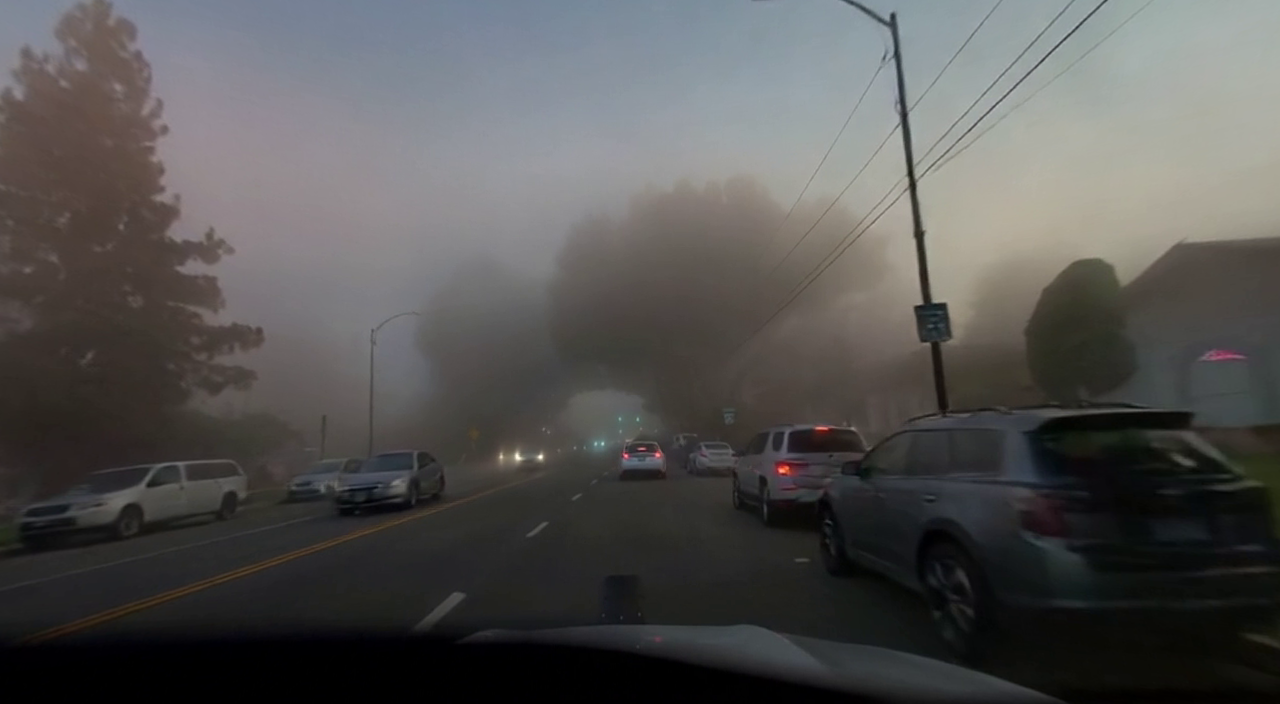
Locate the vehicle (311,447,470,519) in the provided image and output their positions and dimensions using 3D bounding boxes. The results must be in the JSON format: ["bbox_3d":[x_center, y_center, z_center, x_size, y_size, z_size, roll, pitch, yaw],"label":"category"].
[{"bbox_3d":[-5.901,3.116,15.704,1.987,1.478,4.693,0,-8,1],"label":"vehicle"}]

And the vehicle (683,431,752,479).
[{"bbox_3d":[2.973,4.073,25.236,2.060,1.733,4.639,0,-8,-2],"label":"vehicle"}]

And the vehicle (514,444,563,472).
[{"bbox_3d":[-5.855,6.198,37.129,1.981,1.498,4.701,0,-8,2],"label":"vehicle"}]

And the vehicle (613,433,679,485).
[{"bbox_3d":[0.182,3.627,21.664,2.041,1.575,4.304,0,-8,0],"label":"vehicle"}]

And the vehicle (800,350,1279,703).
[{"bbox_3d":[2.783,1.155,4.768,1.974,1.696,4.461,0,-8,0],"label":"vehicle"}]

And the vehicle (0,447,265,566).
[{"bbox_3d":[-11.902,3.468,15.211,2.264,2.010,5.742,-5,-7,0],"label":"vehicle"}]

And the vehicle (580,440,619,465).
[{"bbox_3d":[-2.557,6.504,40.904,2.117,1.528,4.277,0,-8,1],"label":"vehicle"}]
